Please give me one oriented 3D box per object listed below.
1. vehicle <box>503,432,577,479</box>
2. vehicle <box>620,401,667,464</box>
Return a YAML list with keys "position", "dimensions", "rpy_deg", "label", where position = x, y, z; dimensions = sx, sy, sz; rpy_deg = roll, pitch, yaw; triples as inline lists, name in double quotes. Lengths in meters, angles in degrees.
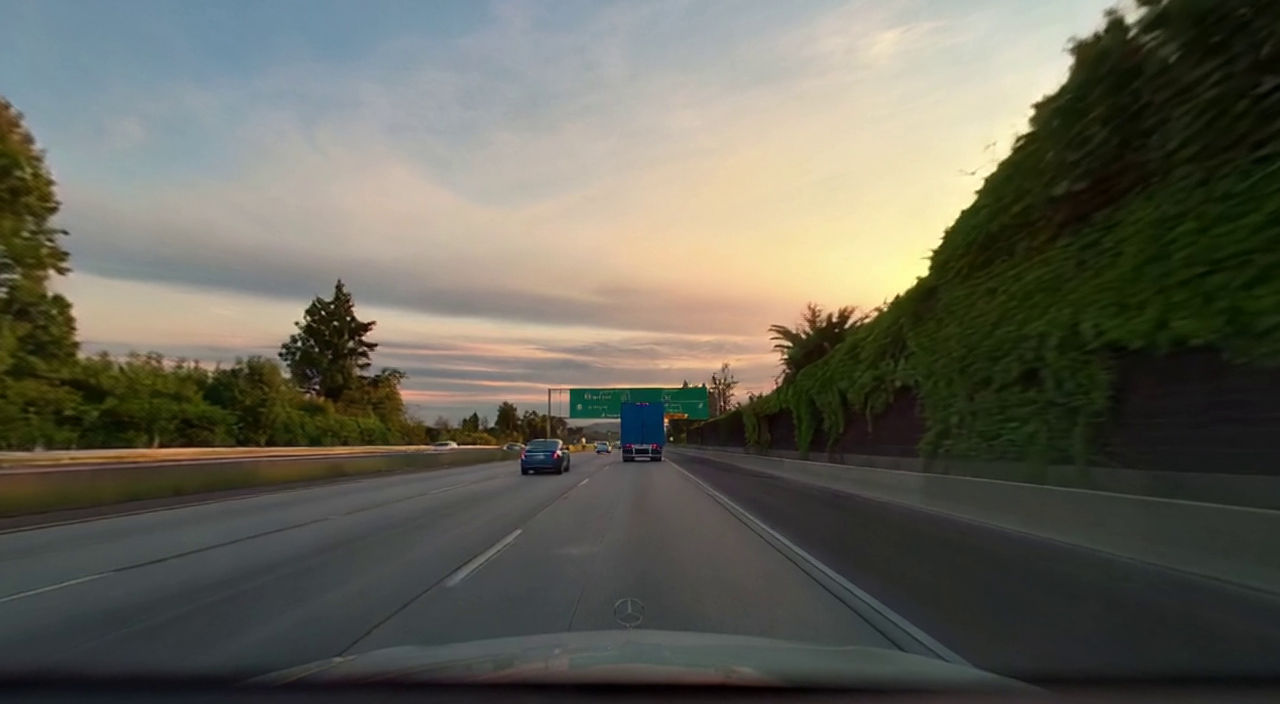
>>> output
- position: [-3.922, 4.150, 25.625]
  dimensions: [2.186, 1.716, 4.672]
  rpy_deg: [0, -8, 1]
  label: "vehicle"
- position: [0.210, 6.348, 48.760]
  dimensions: [3.078, 4.031, 16.069]
  rpy_deg: [0, -8, 0]
  label: "vehicle"
